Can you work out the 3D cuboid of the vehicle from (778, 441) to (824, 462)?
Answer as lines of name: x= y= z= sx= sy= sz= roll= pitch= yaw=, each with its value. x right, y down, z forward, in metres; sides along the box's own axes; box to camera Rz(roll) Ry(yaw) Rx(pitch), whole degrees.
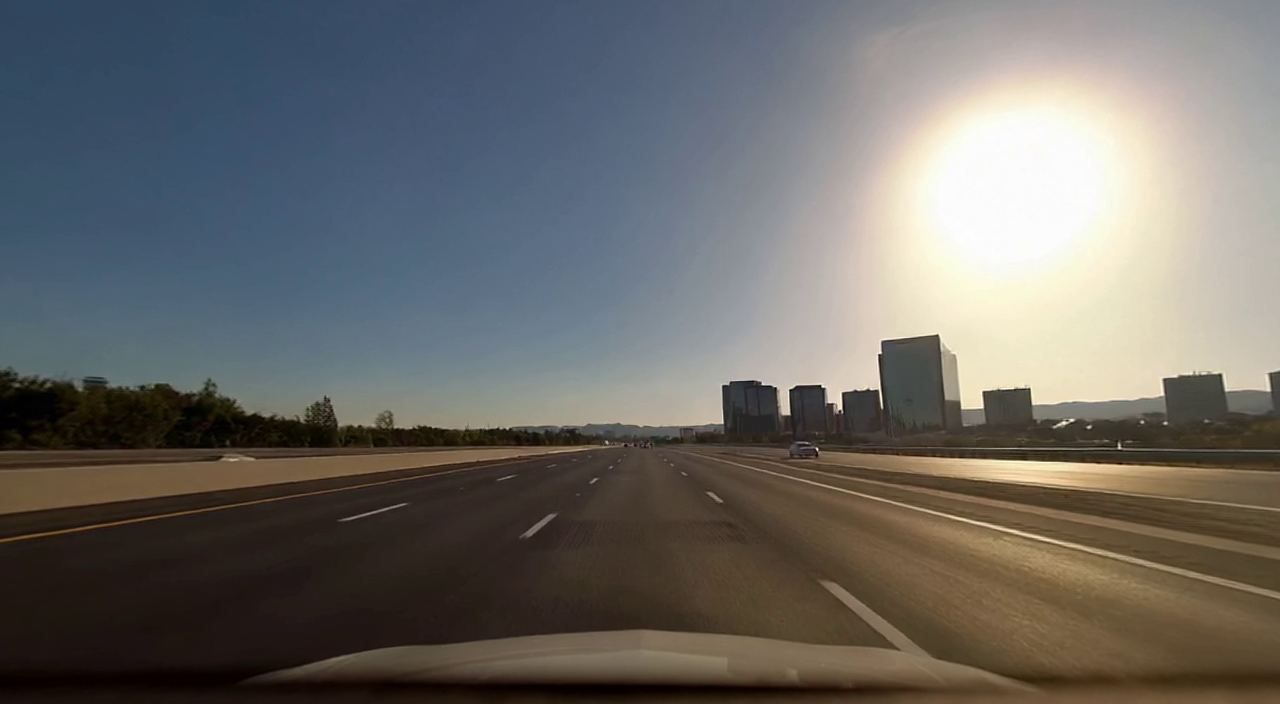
vehicle: x=12.031 y=7.465 z=47.584 sx=1.977 sy=1.528 sz=5.111 roll=0 pitch=-8 yaw=-2

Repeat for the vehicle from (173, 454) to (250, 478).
vehicle: x=-29.905 y=7.928 z=44.209 sx=2.089 sy=1.493 sz=4.781 roll=0 pitch=-8 yaw=0
